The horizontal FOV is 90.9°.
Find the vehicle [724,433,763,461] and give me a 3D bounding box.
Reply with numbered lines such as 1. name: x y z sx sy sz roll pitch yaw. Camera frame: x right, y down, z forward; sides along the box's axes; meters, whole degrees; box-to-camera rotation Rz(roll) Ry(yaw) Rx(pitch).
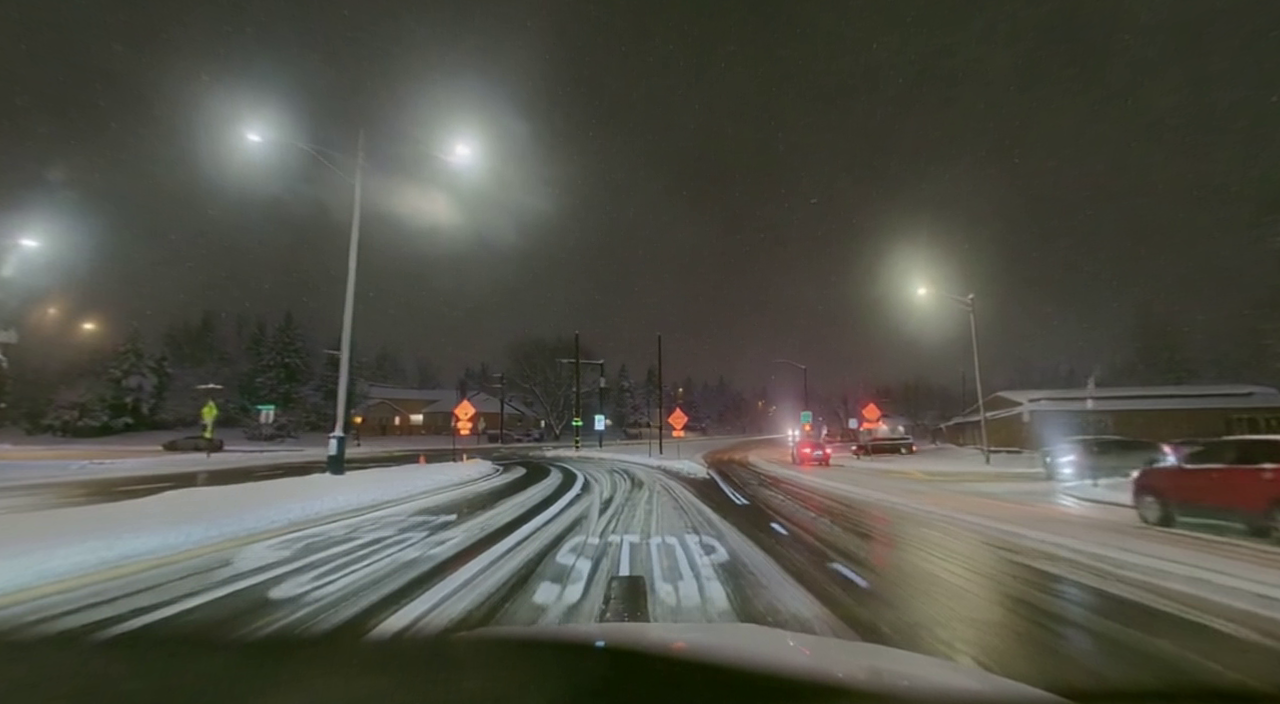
1. vehicle: 6.983 6.453 42.969 2.150 1.779 4.423 -1 -8 4

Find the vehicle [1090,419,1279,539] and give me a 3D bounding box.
1. vehicle: 10.442 2.093 10.723 1.961 1.754 4.889 0 -8 1

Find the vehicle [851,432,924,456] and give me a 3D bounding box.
1. vehicle: 18.387 6.862 47.084 4.615 1.738 1.990 -1 -9 4
